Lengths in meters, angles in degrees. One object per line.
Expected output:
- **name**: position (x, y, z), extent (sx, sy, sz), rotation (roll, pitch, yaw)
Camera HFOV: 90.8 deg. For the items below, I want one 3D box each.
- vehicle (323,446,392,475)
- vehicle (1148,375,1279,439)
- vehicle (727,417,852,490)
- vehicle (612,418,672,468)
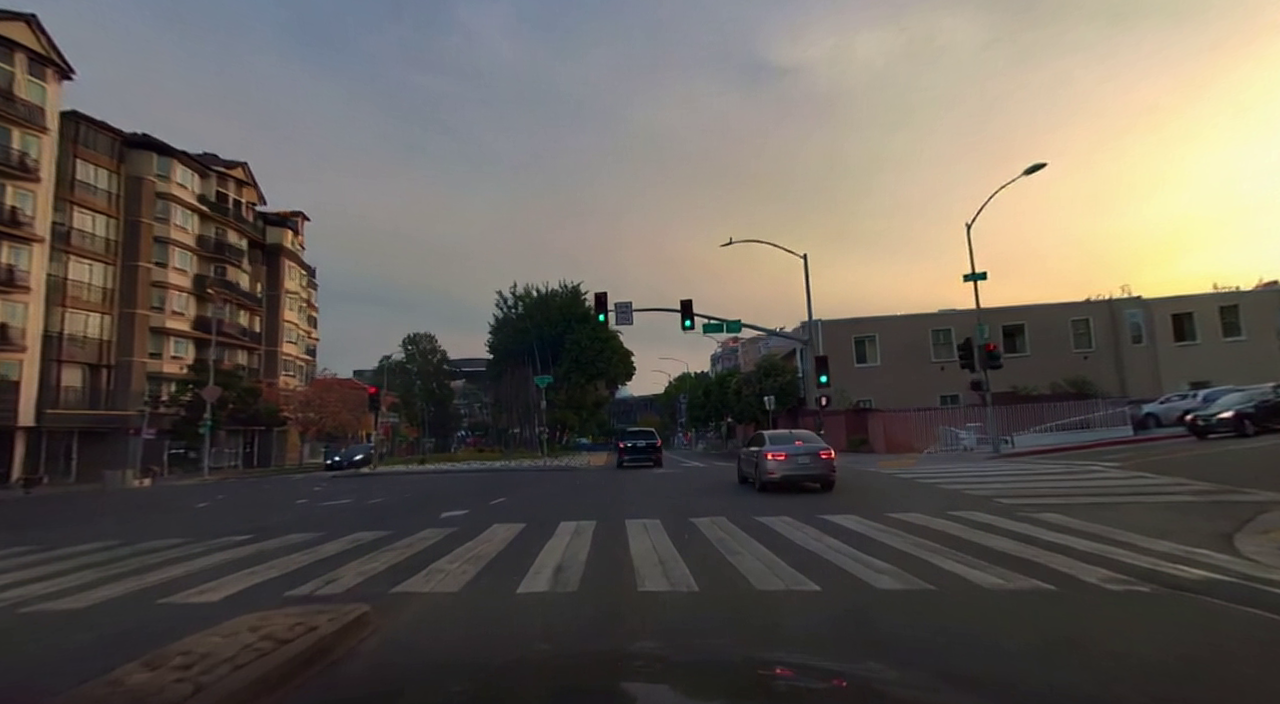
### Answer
- **vehicle**: position (-17.165, 6.594, 38.674), extent (2.011, 1.630, 4.541), rotation (0, -9, 1)
- **vehicle**: position (20.239, 1.729, 20.627), extent (5.146, 1.699, 2.269), rotation (-5, -10, 0)
- **vehicle**: position (3.495, 2.497, 15.761), extent (1.987, 1.538, 4.510), rotation (0, -9, 0)
- **vehicle**: position (0.113, 3.612, 25.015), extent (2.168, 1.776, 4.135), rotation (0, -9, 1)
